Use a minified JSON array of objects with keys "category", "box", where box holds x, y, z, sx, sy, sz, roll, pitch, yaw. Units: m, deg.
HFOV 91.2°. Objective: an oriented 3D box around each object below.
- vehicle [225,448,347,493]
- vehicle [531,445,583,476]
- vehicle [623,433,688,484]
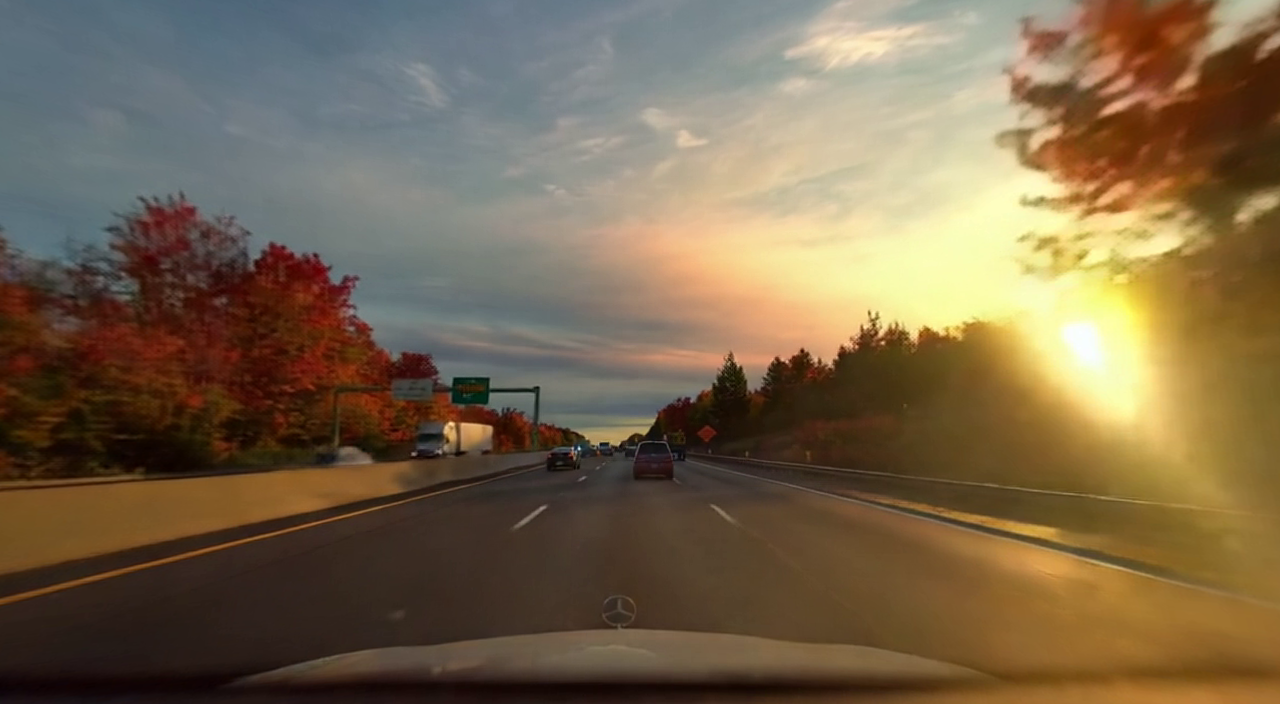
[{"category":"vehicle","box":[-13.326,4.462,23.991,1.955,1.523,4.689,0,-9,-1]},{"category":"vehicle","box":[-4.018,5.335,31.014,2.037,1.418,3.793,0,-9,0]},{"category":"vehicle","box":[0.483,4.016,23.832,2.250,1.718,4.358,0,-9,-1]}]
